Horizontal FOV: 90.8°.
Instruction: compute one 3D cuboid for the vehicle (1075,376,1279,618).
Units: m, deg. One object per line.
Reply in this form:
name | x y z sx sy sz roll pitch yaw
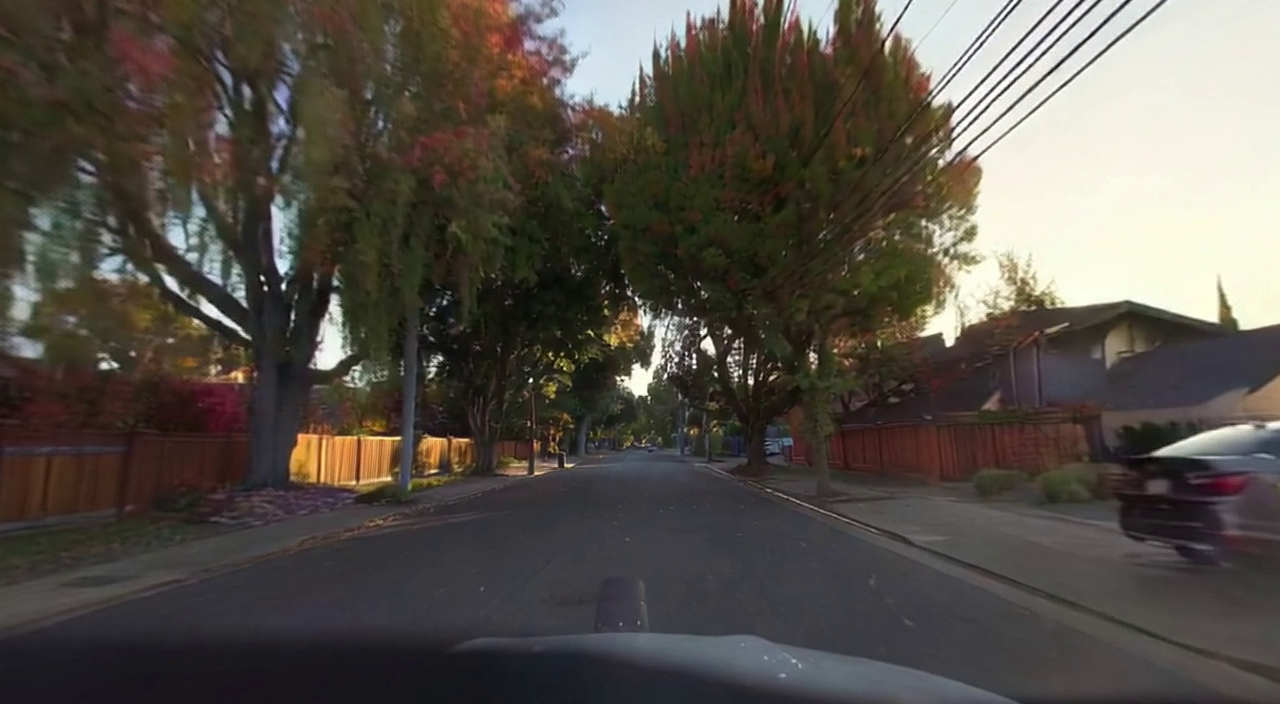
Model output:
vehicle | 7.235 1.243 5.833 4.806 1.851 2.050 0 -9 3
